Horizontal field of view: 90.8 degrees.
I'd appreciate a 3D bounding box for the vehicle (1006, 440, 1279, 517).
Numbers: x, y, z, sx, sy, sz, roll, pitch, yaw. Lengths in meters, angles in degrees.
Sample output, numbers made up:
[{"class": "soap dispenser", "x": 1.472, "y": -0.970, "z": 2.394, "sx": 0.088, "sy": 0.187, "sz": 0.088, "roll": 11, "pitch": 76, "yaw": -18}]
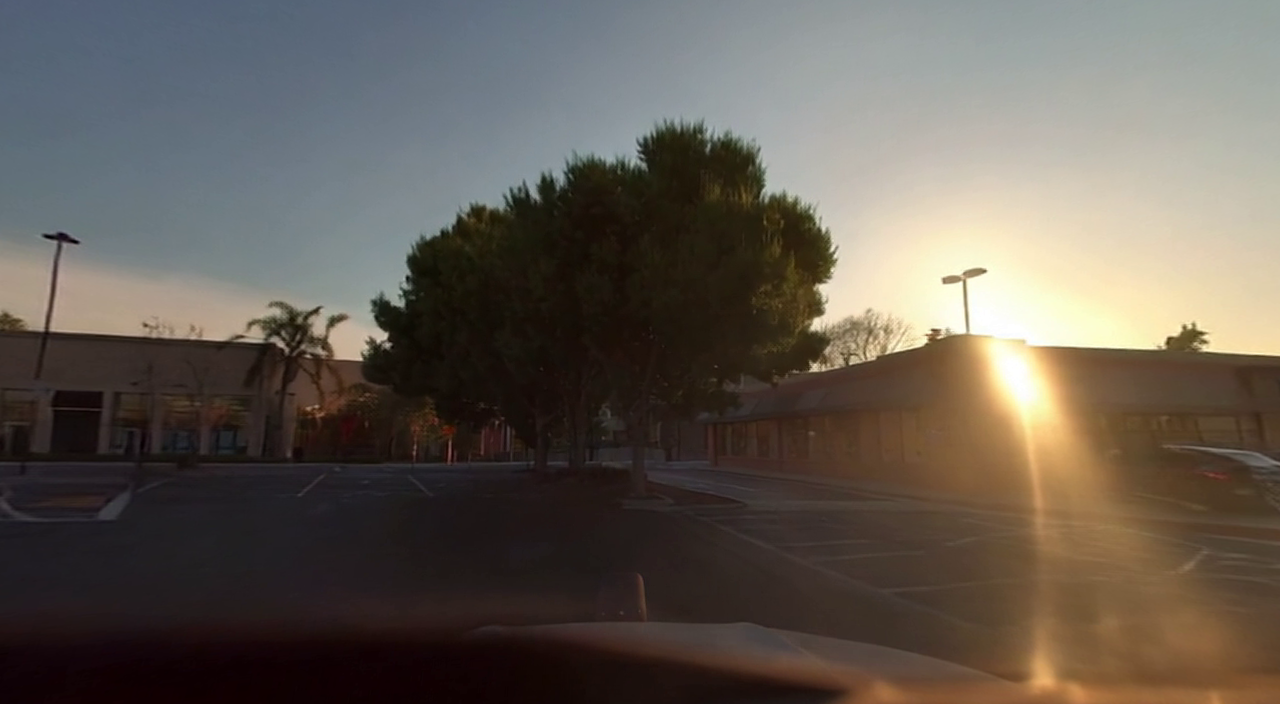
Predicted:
[{"class": "vehicle", "x": 11.557, "y": 2.882, "z": 15.112, "sx": 2.140, "sy": 1.507, "sz": 4.856, "roll": 1, "pitch": -8, "yaw": -9}]
